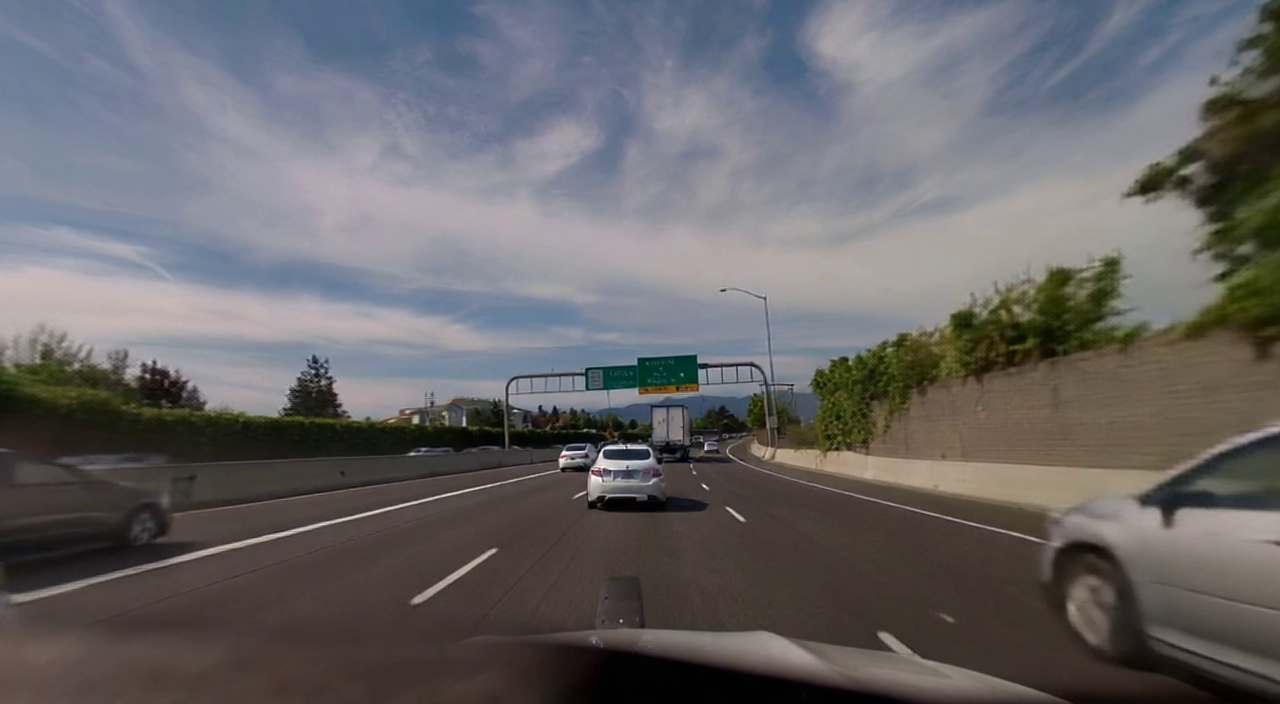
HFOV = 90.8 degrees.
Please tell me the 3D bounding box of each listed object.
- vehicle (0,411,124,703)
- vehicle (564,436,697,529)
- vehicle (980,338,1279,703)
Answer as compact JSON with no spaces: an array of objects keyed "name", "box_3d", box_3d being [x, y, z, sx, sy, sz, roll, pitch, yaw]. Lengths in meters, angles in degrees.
[{"name":"vehicle","box_3d":[-3.790,0.700,0.716,2.130,1.474,5.027,0,-9,1]},{"name":"vehicle","box_3d":[-0.118,2.427,12.276,2.136,1.470,3.971,0,-9,1]},{"name":"vehicle","box_3d":[3.568,0.746,2.208,2.166,1.666,4.618,0,-9,0]}]
